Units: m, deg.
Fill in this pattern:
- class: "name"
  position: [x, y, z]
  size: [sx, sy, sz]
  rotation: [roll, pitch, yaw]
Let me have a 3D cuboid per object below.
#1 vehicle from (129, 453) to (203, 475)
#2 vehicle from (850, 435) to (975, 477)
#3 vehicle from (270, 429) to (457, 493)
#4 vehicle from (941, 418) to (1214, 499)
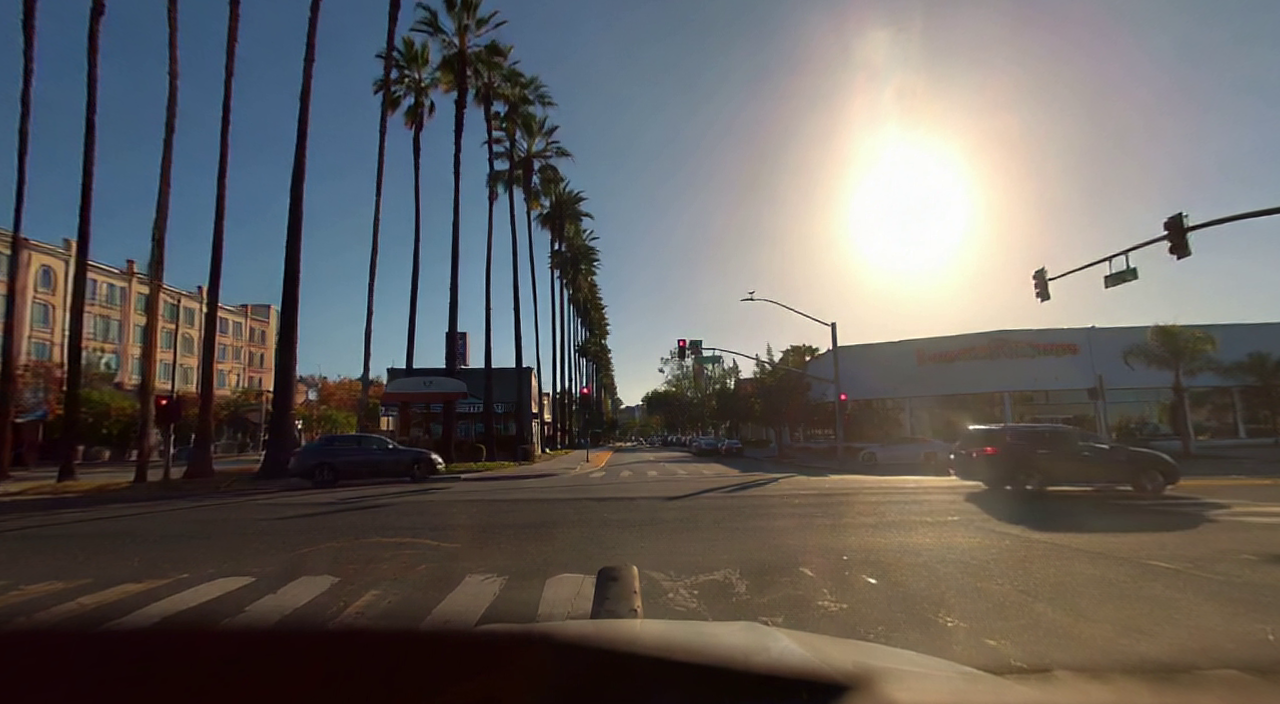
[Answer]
- class: "vehicle"
  position: [-37.286, 8.820, 49.701]
  size: [2.160, 1.565, 4.868]
  rotation: [0, -9, -1]
- class: "vehicle"
  position: [12.059, 4.577, 27.928]
  size: [4.722, 1.717, 2.000]
  rotation: [-5, -10, 33]
- class: "vehicle"
  position: [-8.392, 3.282, 19.307]
  size: [4.854, 1.699, 2.152]
  rotation: [6, -10, -35]
- class: "vehicle"
  position: [11.389, 2.805, 16.720]
  size: [5.619, 1.951, 2.321]
  rotation: [1, -8, -5]
